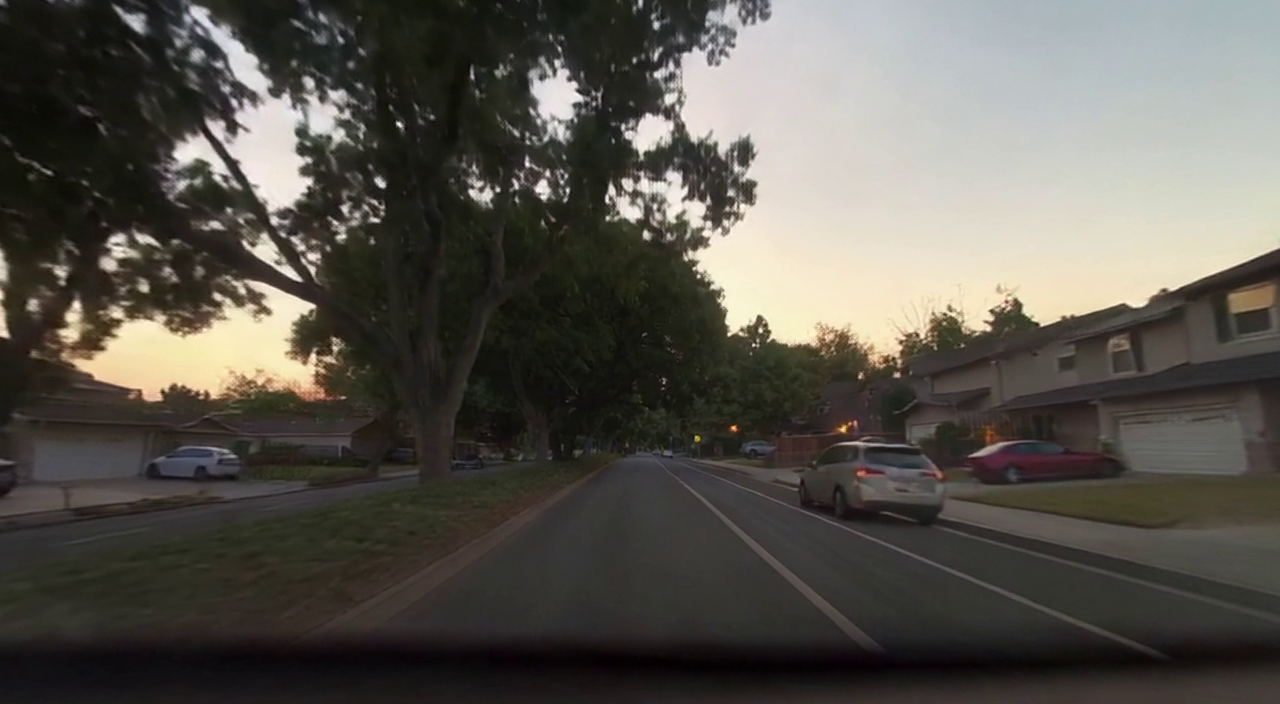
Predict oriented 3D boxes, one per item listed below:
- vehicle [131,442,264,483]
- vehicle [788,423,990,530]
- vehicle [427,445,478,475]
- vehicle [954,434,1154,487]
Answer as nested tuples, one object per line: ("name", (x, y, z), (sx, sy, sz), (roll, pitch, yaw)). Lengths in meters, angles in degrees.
("vehicle", (-20.806, 5.188, 29.837), (4.698, 1.862, 2.116), (0, -8, 2))
("vehicle", (4.805, 2.471, 13.189), (2.196, 1.801, 4.778), (0, -8, -1))
("vehicle", (-12.532, 7.228, 42.531), (2.003, 1.804, 4.554), (-1, -7, 1))
("vehicle", (12.197, 3.205, 18.857), (4.577, 1.490, 1.903), (0, -8, 0))
